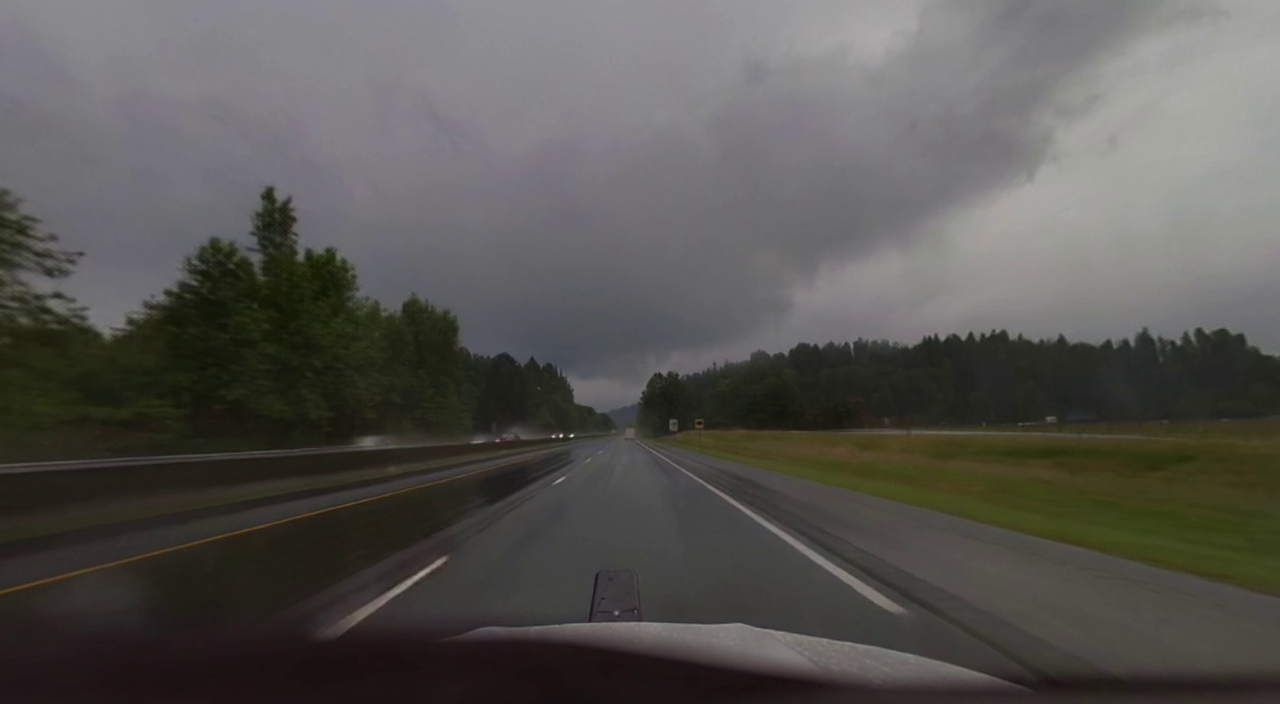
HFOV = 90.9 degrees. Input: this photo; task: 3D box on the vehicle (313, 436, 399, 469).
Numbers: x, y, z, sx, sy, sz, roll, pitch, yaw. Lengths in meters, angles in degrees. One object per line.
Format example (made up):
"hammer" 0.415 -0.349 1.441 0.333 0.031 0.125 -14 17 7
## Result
"vehicle" -13.306 4.710 29.873 1.967 1.441 4.536 0 -8 0
